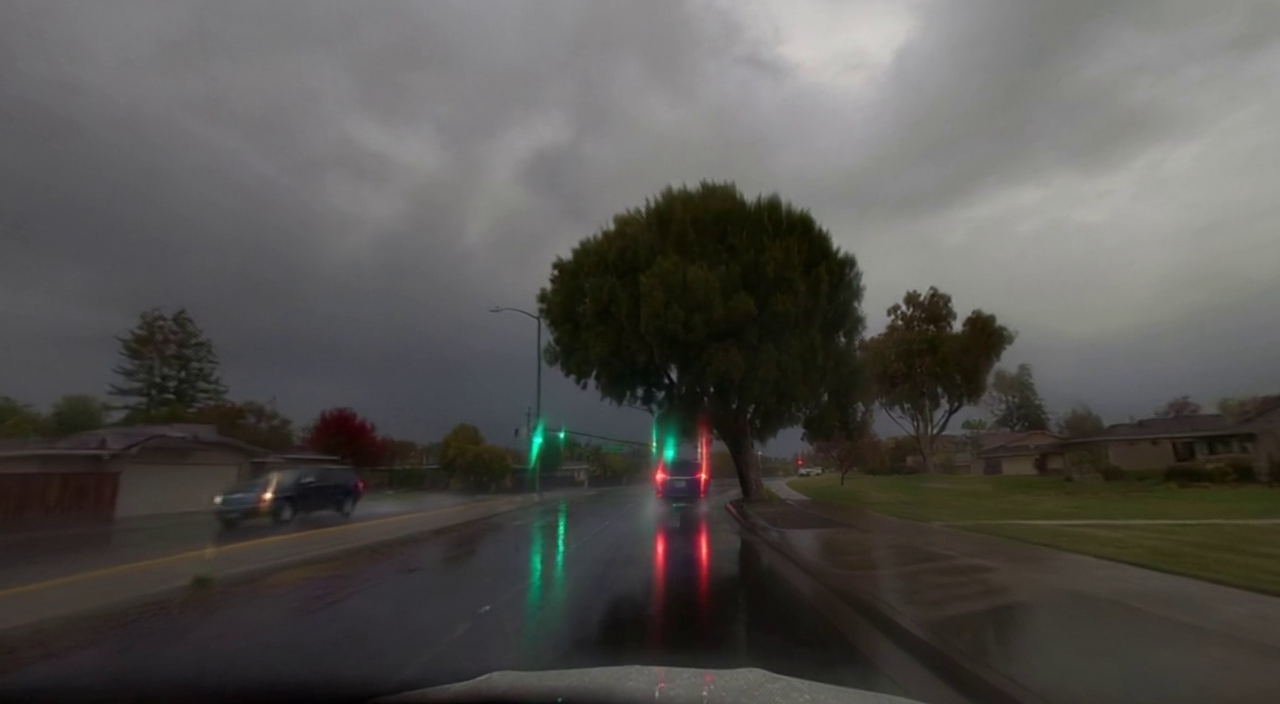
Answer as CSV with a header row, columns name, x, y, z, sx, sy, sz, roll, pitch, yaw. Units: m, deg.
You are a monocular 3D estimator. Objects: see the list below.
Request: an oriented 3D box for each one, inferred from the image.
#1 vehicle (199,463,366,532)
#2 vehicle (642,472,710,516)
name,x,y,z,sx,sy,sz,roll,pitch,yaw
vehicle,-10.728,4.375,19.451,2.066,1.744,4.771,-4,-11,5
vehicle,1.385,4.824,21.803,1.972,1.250,5.282,-1,-11,7
